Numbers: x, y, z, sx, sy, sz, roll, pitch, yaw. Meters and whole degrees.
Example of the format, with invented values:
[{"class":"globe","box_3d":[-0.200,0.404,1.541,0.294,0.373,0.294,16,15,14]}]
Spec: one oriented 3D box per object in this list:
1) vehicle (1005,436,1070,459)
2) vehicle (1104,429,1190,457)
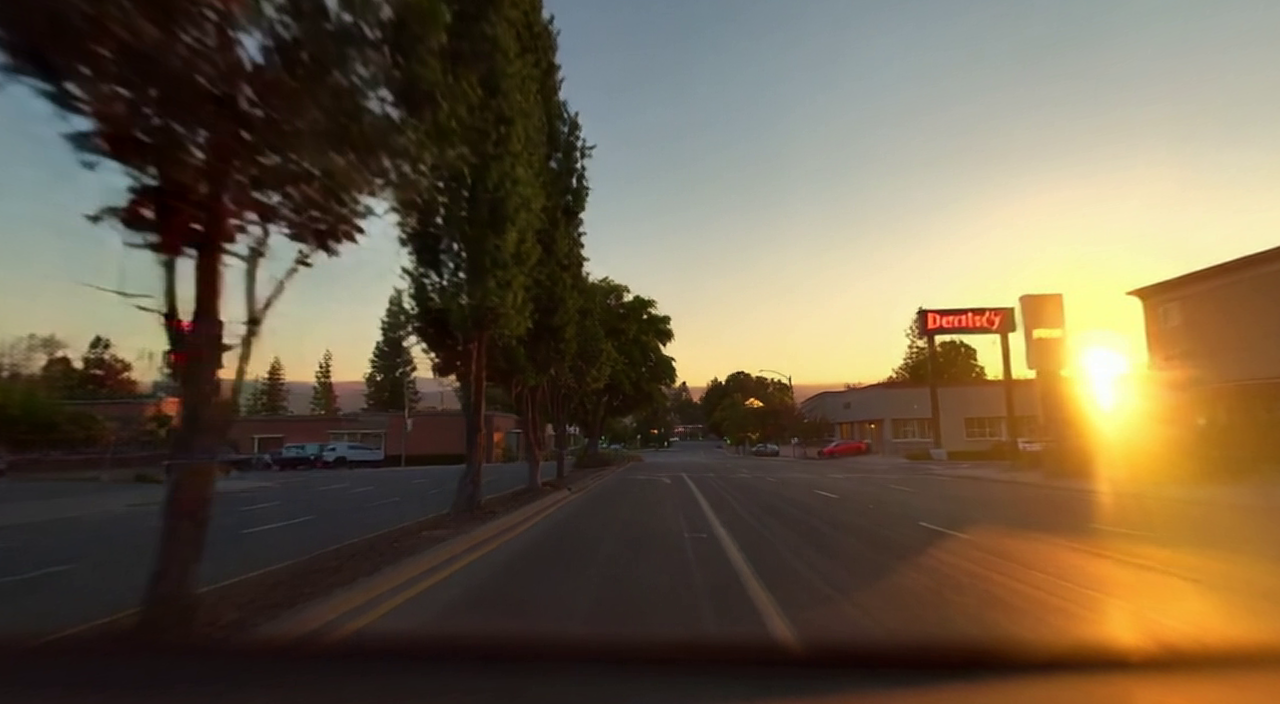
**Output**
[{"class":"vehicle","box_3d":[28.135,6.787,44.891,1.836,1.497,4.419,-1,-8,2]},{"class":"vehicle","box_3d":[36.362,6.498,45.516,2.028,1.886,5.190,0,-7,2]}]
